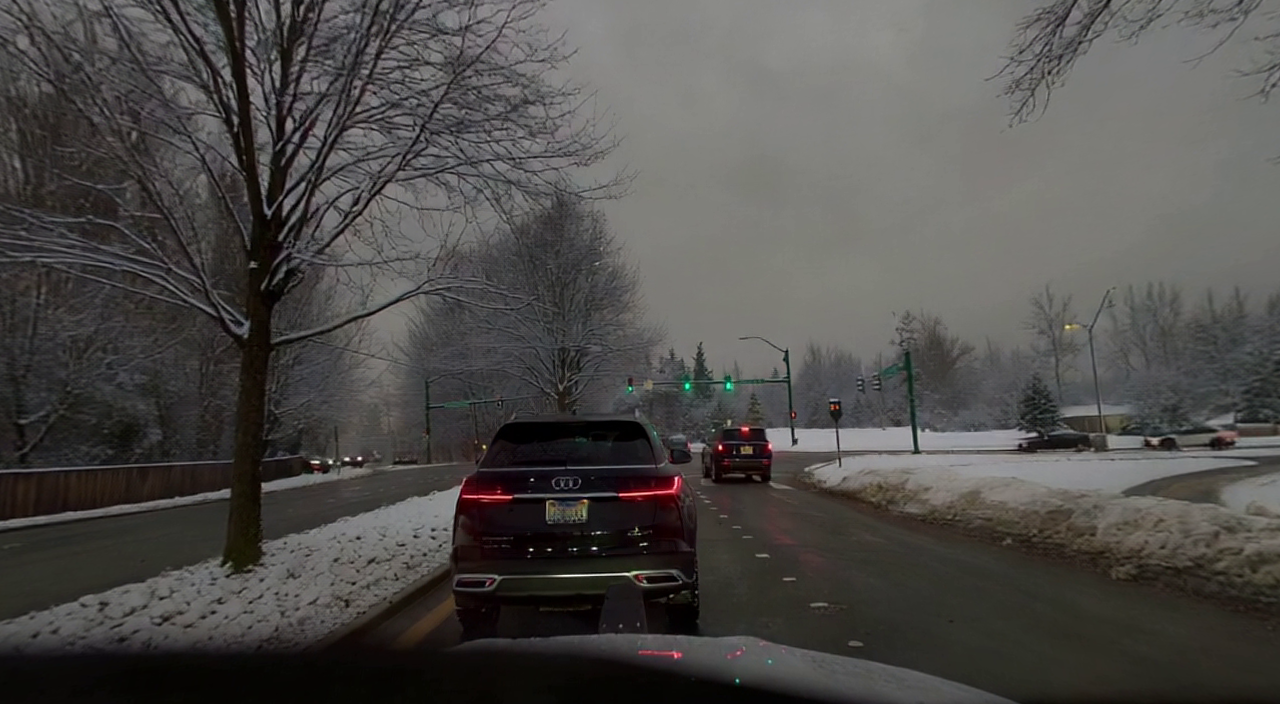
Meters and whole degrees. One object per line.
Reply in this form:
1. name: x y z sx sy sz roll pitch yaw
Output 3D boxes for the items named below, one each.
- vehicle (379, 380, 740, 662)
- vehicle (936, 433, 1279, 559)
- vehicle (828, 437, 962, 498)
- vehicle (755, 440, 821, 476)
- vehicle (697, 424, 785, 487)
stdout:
1. vehicle: -0.441 1.344 6.077 2.201 1.709 4.271 0 -9 2
2. vehicle: 6.576 2.014 9.668 1.894 1.445 4.565 0 -9 0
3. vehicle: 6.956 3.190 17.823 1.890 1.489 4.415 0 -9 -1
4. vehicle: 6.636 4.771 28.806 1.917 1.489 4.625 0 -9 0
5. vehicle: 3.357 3.579 22.070 2.200 1.909 4.853 0 -9 -1
